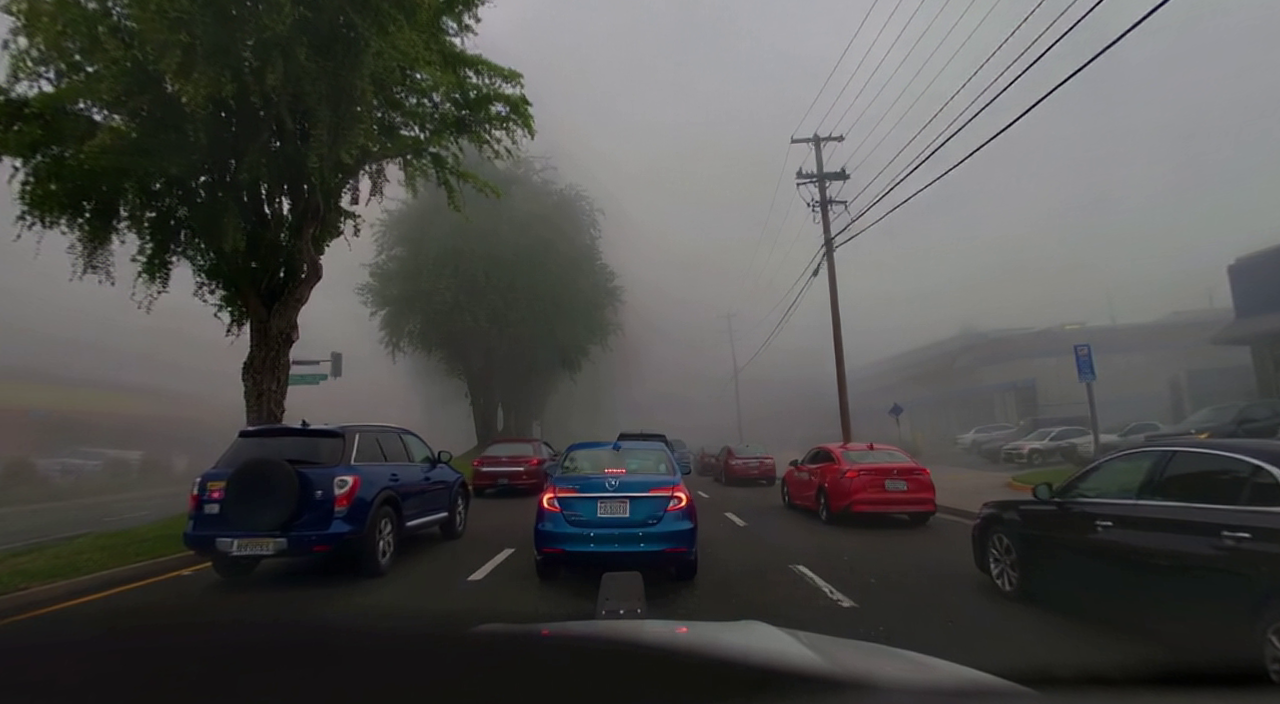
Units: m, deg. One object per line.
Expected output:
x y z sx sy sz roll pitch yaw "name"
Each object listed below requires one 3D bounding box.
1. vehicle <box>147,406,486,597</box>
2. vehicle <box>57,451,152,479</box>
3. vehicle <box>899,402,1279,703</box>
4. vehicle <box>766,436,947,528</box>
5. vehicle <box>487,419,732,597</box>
-3.419 1.654 7.849 1.979 1.697 4.254 0 -9 -1 "vehicle"
-37.034 7.829 43.740 4.683 1.833 2.078 0 -9 2 "vehicle"
3.666 1.190 4.192 1.929 1.479 4.723 0 -9 1 "vehicle"
3.933 2.429 12.412 1.909 1.473 4.361 0 -9 -1 "vehicle"
-0.317 1.632 7.415 2.097 1.511 3.809 0 -9 -2 "vehicle"
